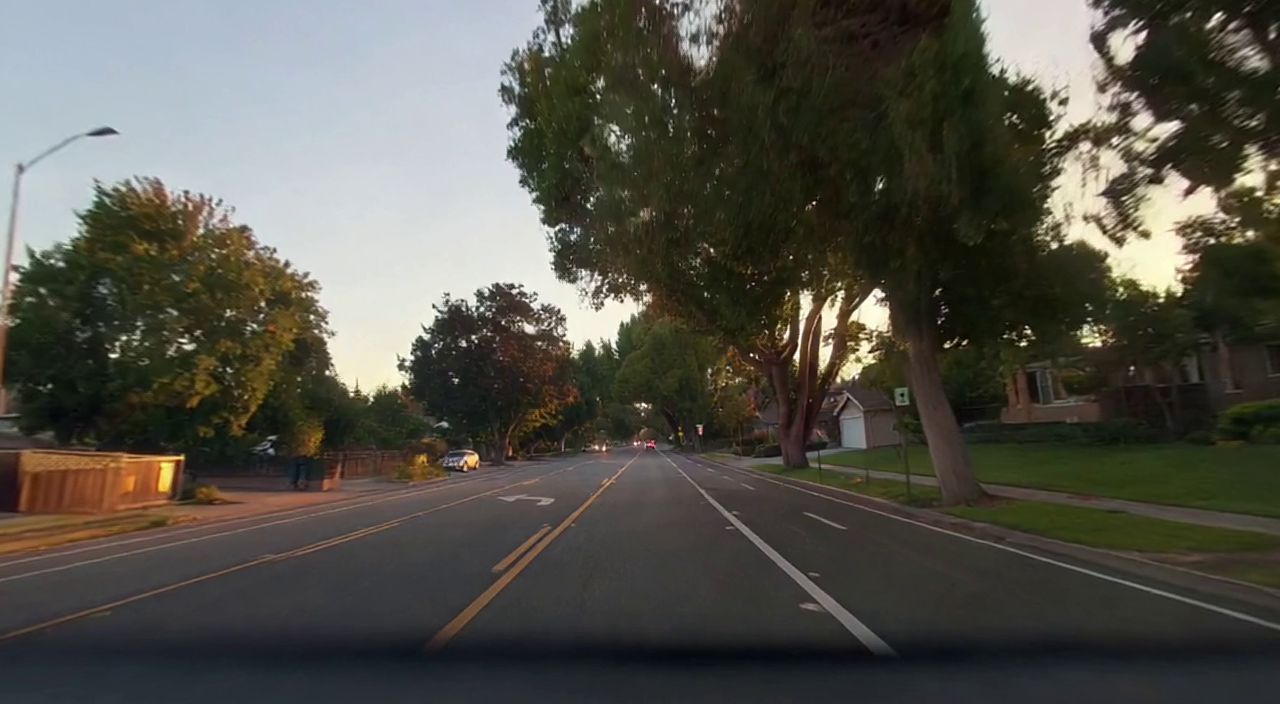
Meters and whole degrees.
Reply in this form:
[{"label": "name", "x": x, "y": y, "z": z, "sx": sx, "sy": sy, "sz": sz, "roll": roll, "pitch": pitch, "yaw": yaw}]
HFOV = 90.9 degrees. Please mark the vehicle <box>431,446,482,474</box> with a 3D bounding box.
[{"label": "vehicle", "x": -12.184, "y": 7.131, "z": 42.069, "sx": 1.921, "sy": 1.611, "sz": 4.713, "roll": -4, "pitch": -8, "yaw": 1}]
